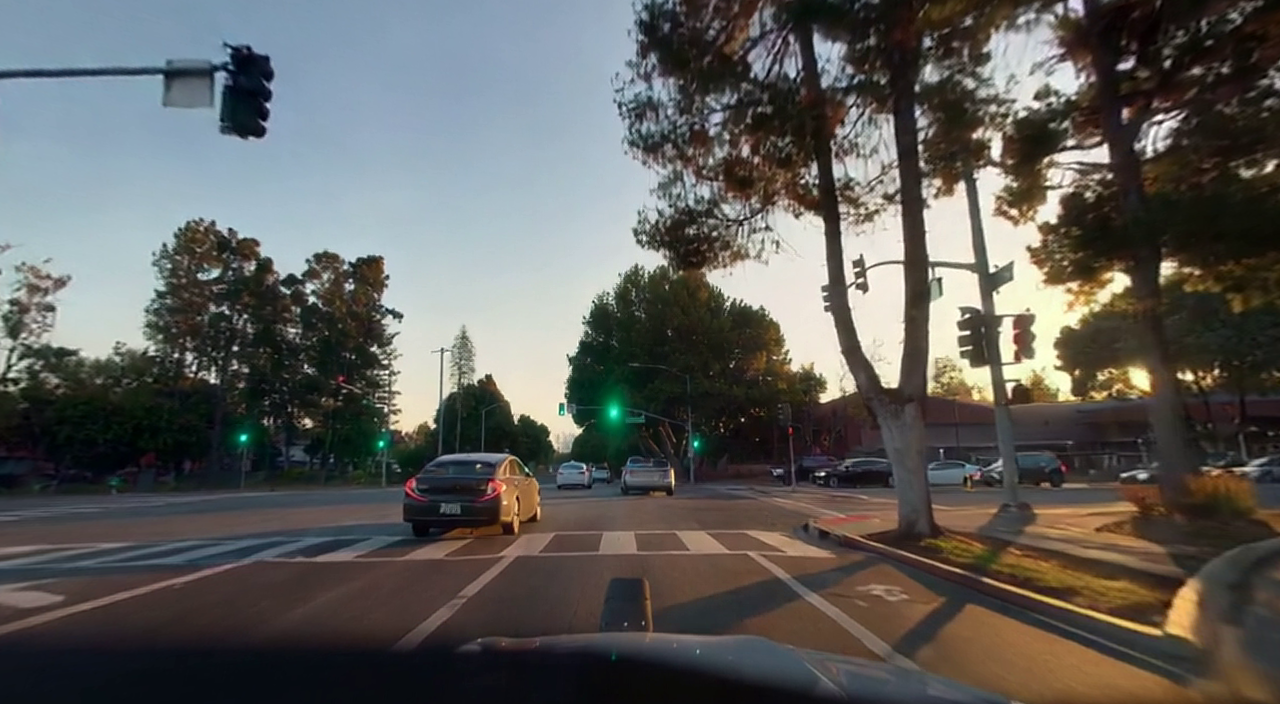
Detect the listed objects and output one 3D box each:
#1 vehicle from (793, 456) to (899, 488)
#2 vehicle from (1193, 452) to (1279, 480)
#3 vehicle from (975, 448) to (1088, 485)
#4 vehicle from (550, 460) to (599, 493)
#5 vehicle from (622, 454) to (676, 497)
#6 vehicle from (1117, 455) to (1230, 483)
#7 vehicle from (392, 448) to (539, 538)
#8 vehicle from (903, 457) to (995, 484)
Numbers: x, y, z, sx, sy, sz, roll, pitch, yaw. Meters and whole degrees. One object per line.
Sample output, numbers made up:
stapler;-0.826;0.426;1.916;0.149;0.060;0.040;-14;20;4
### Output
vehicle;11.039;6.492;34.049;4.875;1.473;2.077;-2;-12;-1
vehicle;39.960;7.557;41.856;4.580;1.807;1.967;0;-9;-3
vehicle;21.105;6.207;34.167;4.585;1.681;2.140;-3;-10;0
vehicle;-3.326;6.442;32.853;2.013;1.474;4.393;0;-8;1
vehicle;0.376;5.289;27.369;2.163;1.678;3.846;0;-8;1
vehicle;29.016;6.350;34.364;4.365;1.448;1.928;0;-9;1
vehicle;-3.330;2.740;12.798;1.960;1.528;3.490;0;-8;0
vehicle;18.545;7.122;37.991;4.478;1.495;2.063;0;-9;0
